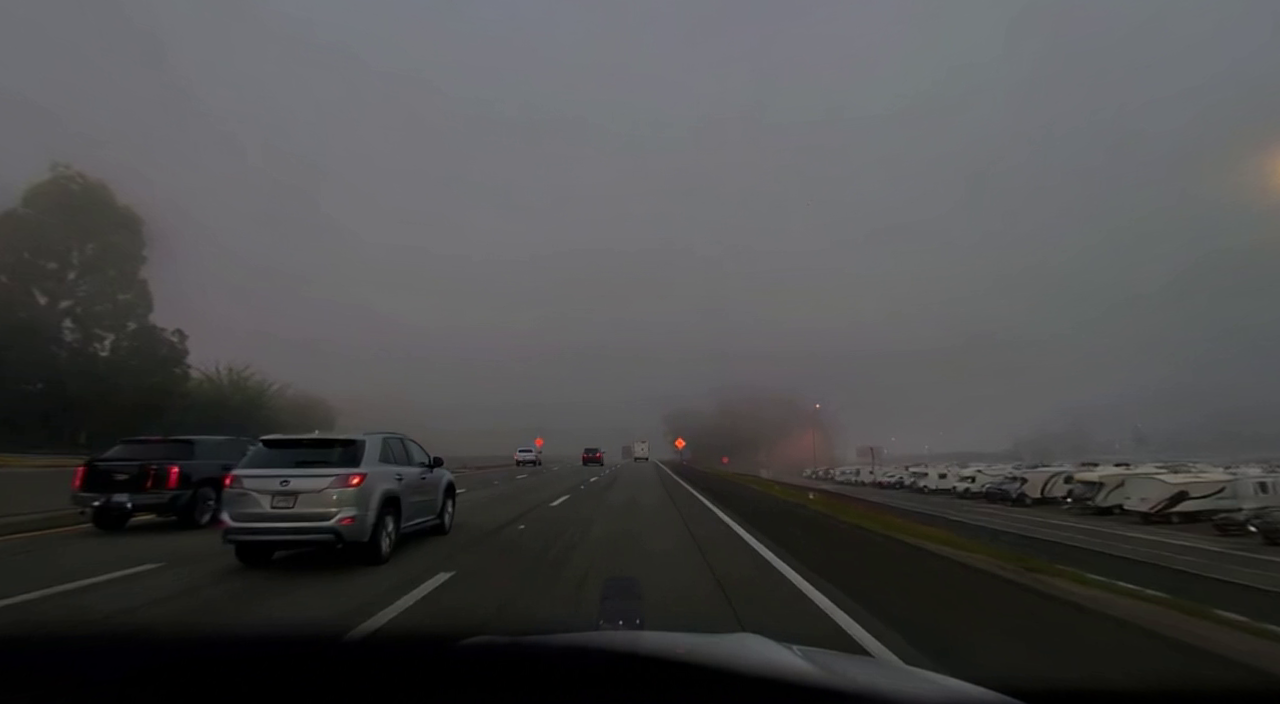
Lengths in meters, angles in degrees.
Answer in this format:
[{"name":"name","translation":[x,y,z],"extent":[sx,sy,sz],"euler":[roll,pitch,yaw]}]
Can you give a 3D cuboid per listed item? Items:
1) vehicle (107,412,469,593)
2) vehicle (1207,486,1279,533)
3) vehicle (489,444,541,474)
[{"name":"vehicle","translation":[-3.872,1.720,8.044],"extent":[2.070,1.665,4.213],"euler":[0,-9,1]},{"name":"vehicle","translation":[50.356,12.357,49.625],"extent":[7.762,3.334,2.804],"euler":[-1,-9,9]},{"name":"vehicle","translation":[-7.424,6.371,37.777],"extent":[2.046,1.644,4.422],"euler":[0,-9,2]}]
